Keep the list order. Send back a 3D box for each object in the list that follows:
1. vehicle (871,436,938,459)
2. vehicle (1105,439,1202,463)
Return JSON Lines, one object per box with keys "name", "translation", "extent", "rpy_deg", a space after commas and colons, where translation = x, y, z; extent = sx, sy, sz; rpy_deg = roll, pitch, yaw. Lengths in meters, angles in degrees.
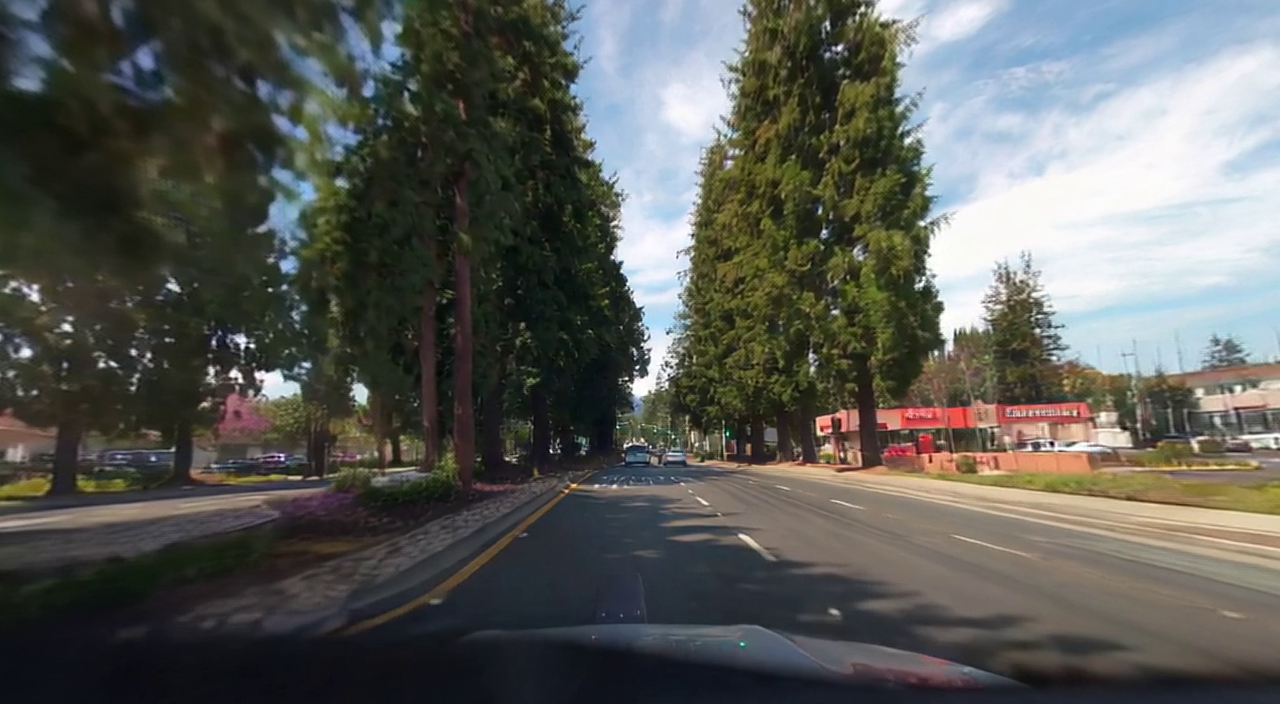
{"name": "vehicle", "translation": [20.559, 7.395, 49.171], "extent": [4.210, 1.727, 2.227], "rpy_deg": [1, -7, -8]}
{"name": "vehicle", "translation": [34.850, 6.696, 43.019], "extent": [1.853, 1.552, 4.707], "rpy_deg": [4, -9, -30]}
